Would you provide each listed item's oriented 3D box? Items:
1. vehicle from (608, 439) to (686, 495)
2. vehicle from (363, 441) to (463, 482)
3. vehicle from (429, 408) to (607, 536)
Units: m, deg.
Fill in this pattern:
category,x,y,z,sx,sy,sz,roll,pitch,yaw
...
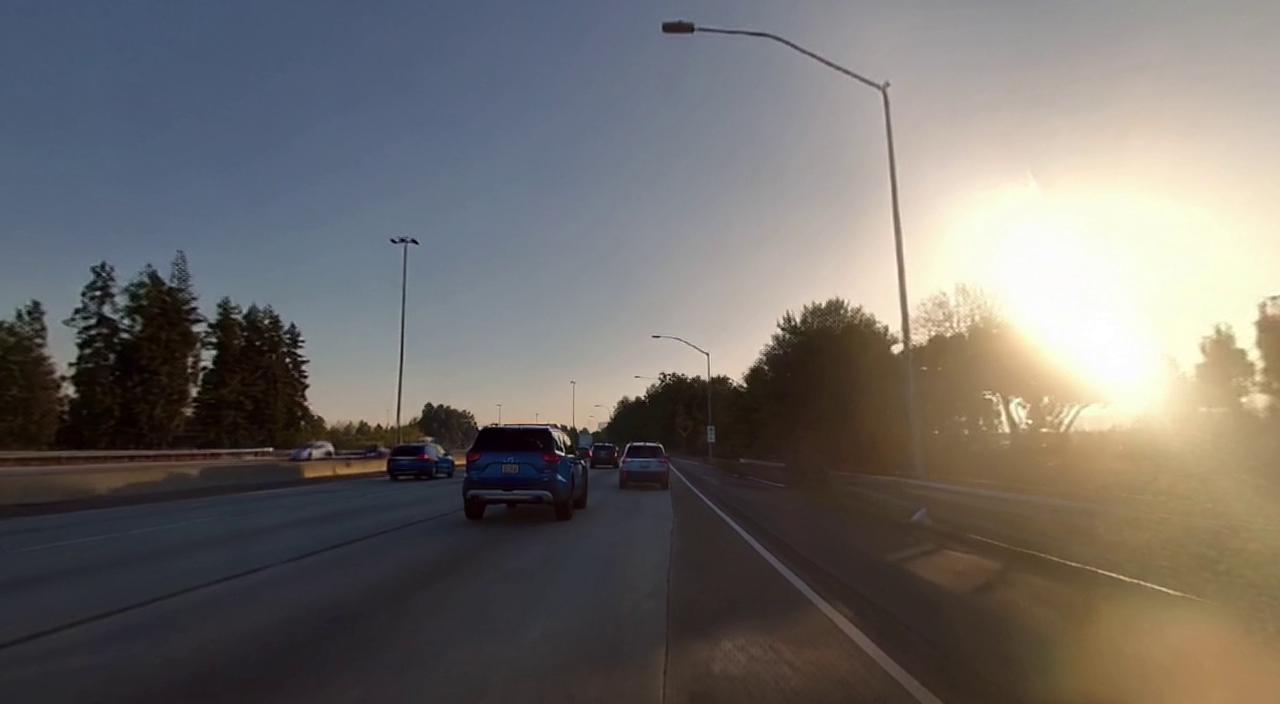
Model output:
category,x,y,z,sx,sy,sz,roll,pitch,yaw
vehicle,0.237,3.406,18.953,2.068,1.488,4.045,0,-9,2
vehicle,-8.960,4.356,25.367,2.126,1.480,4.589,0,-9,3
vehicle,-1.837,2.011,11.026,2.123,1.798,4.108,0,-9,3
